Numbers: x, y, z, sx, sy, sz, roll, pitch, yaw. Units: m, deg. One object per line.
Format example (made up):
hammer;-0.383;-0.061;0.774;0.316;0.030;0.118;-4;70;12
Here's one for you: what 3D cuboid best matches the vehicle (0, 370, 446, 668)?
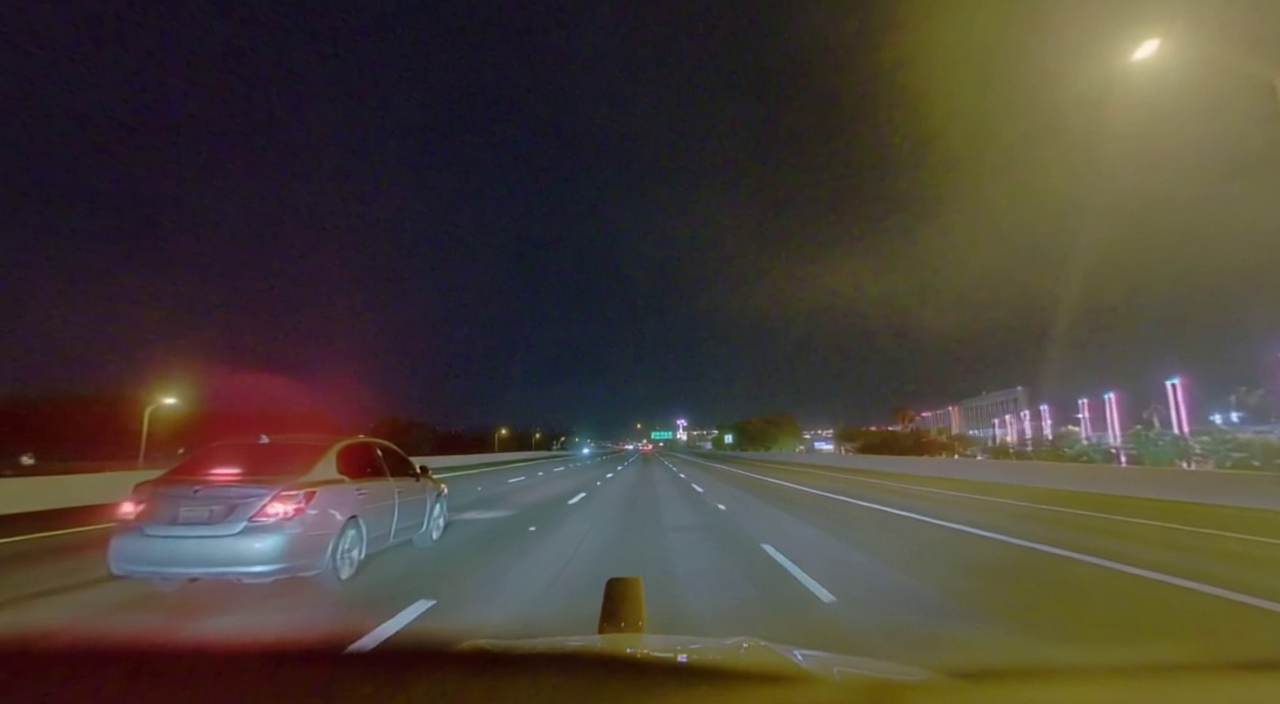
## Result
vehicle;-3.829;1.361;6.286;2.145;1.793;4.762;-1;-8;2
